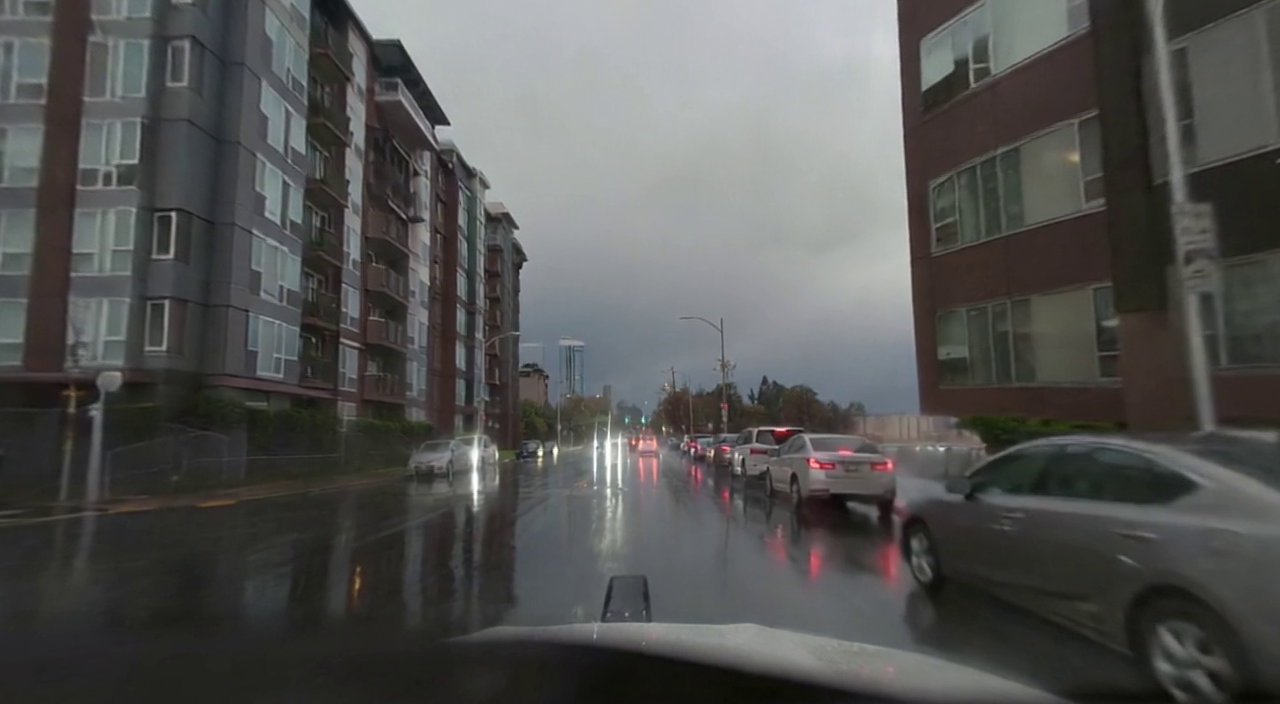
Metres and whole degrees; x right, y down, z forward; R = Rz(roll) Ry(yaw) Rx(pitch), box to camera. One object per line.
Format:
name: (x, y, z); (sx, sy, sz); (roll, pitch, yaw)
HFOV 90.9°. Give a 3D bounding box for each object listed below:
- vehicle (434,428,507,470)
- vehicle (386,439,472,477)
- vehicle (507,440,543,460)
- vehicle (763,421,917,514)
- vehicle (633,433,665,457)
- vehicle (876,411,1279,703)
vehicle: (-9.030, 5.223, 34.159); (2.457, 2.048, 5.461); (0, -8, 0)
vehicle: (-9.293, 4.673, 28.221); (2.089, 1.549, 4.597); (-1, -8, 2)
vehicle: (-8.967, 7.641, 49.427); (2.021, 1.474, 4.337); (0, -8, -1)
vehicle: (3.825, 2.251, 12.646); (1.946, 1.607, 3.082); (0, -8, -2)
vehicle: (0.664, 6.957, 47.164); (2.261, 1.740, 4.065); (0, -8, 0)
vehicle: (3.501, 1.176, 4.006); (2.107, 1.439, 4.938); (0, -8, 0)
